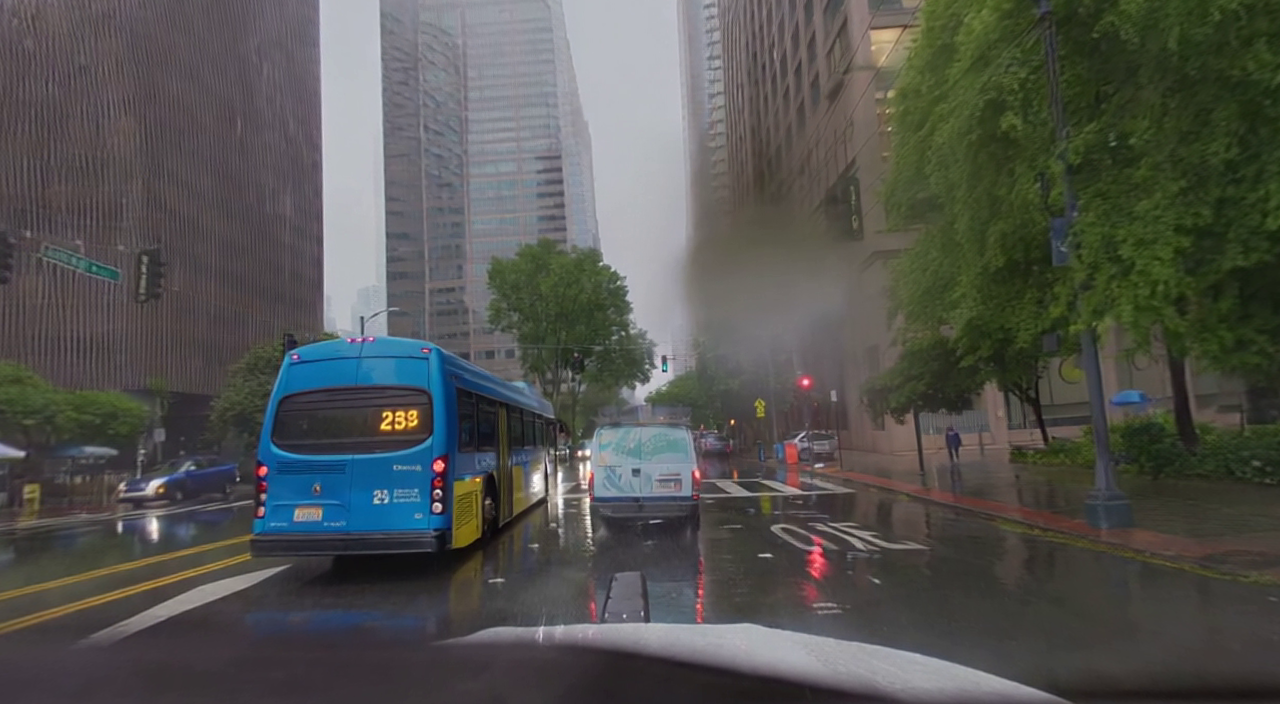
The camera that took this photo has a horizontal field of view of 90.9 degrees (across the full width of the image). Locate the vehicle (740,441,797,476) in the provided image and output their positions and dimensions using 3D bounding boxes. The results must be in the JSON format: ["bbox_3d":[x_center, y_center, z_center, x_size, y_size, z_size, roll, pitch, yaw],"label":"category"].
[{"bbox_3d":[6.128,5.101,30.481,1.919,1.529,4.059,0,-9,0],"label":"vehicle"}]

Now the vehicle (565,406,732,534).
[{"bbox_3d":[0.140,2.109,11.736,2.500,1.912,4.270,0,-9,0],"label":"vehicle"}]

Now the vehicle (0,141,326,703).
[{"bbox_3d":[-2.753,0.335,0.218,2.329,2.089,5.659,0,-9,0],"label":"vehicle"}]

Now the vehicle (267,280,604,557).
[{"bbox_3d":[-2.886,1.798,14.633,3.042,3.445,13.615,0,-9,1],"label":"vehicle"}]
